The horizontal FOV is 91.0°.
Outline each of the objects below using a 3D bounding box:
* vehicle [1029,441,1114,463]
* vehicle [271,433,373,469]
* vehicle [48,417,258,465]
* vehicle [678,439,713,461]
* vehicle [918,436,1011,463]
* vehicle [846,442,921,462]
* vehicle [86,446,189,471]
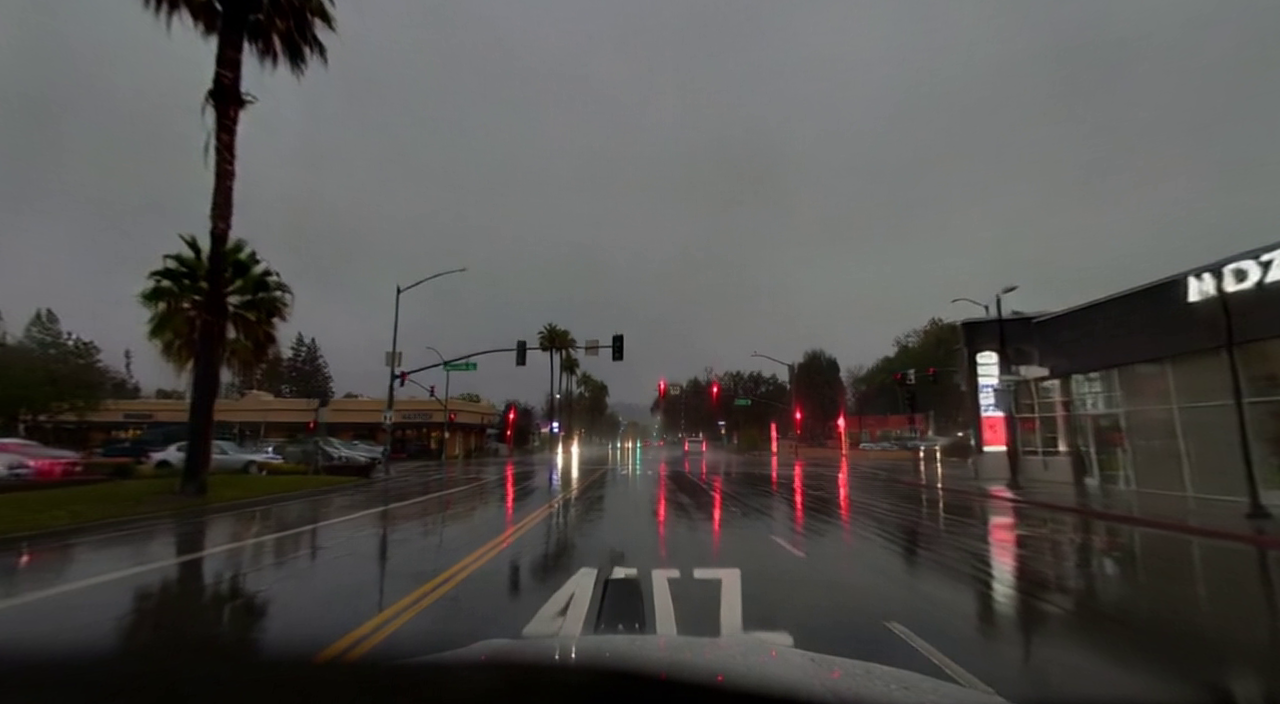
[{"bbox_3d":[31.270,7.252,45.650,4.701,1.463,1.989,0,-8,-2],"label":"vehicle"},{"bbox_3d":[-19.313,6.013,38.376,4.901,2.064,2.296,0,-8,1],"label":"vehicle"},{"bbox_3d":[-35.442,6.498,46.163,12.726,3.308,3.114,0,-7,0],"label":"vehicle"},{"bbox_3d":[3.975,7.082,45.645,2.065,1.507,4.225,0,-8,-1],"label":"vehicle"},{"bbox_3d":[23.405,7.023,45.491,5.509,1.873,2.123,0,-8,-1],"label":"vehicle"},{"bbox_3d":[18.933,7.774,49.108,4.977,1.508,1.948,0,-8,0],"label":"vehicle"},{"bbox_3d":[-30.563,6.501,38.360,4.538,1.446,2.028,0,-8,1],"label":"vehicle"}]
